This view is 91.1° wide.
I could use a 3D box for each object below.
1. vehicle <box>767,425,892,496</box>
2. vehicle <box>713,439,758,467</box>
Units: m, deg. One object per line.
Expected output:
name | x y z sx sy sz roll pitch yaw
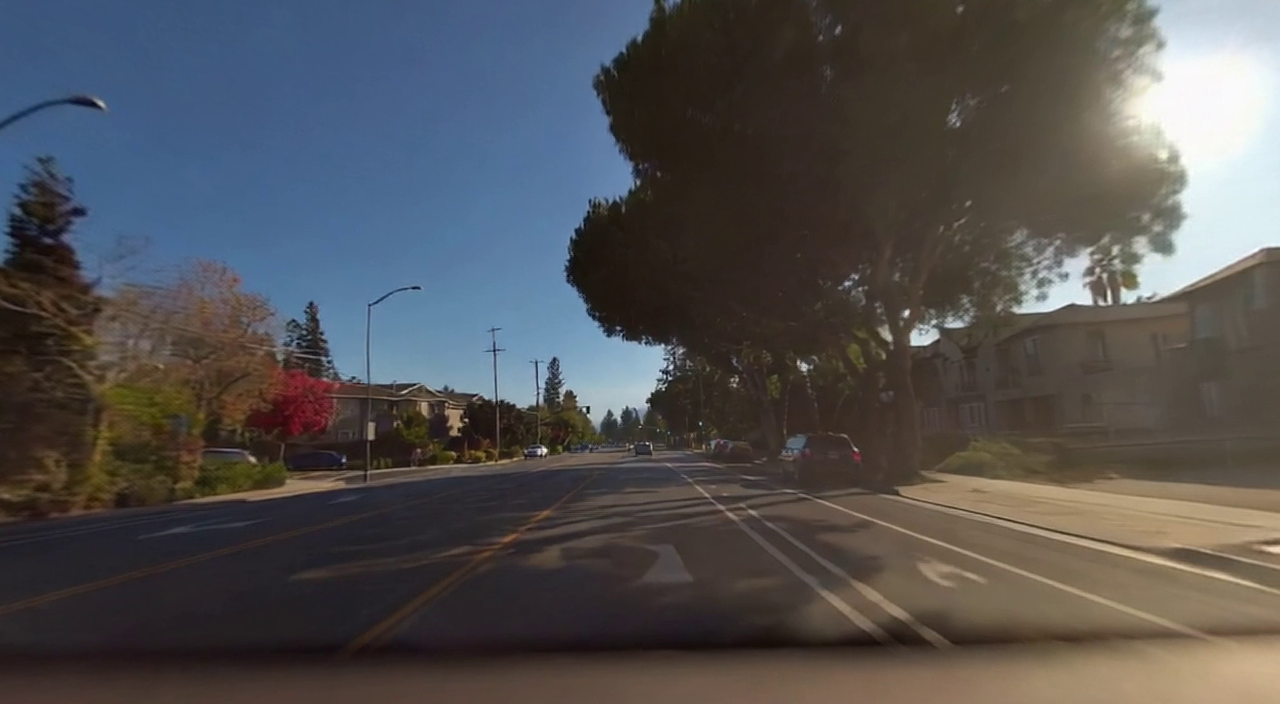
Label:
vehicle | 5.191 3.043 18.017 2.140 1.739 4.721 0 -8 0
vehicle | 5.465 5.809 36.360 1.851 1.487 4.566 0 -8 -1
